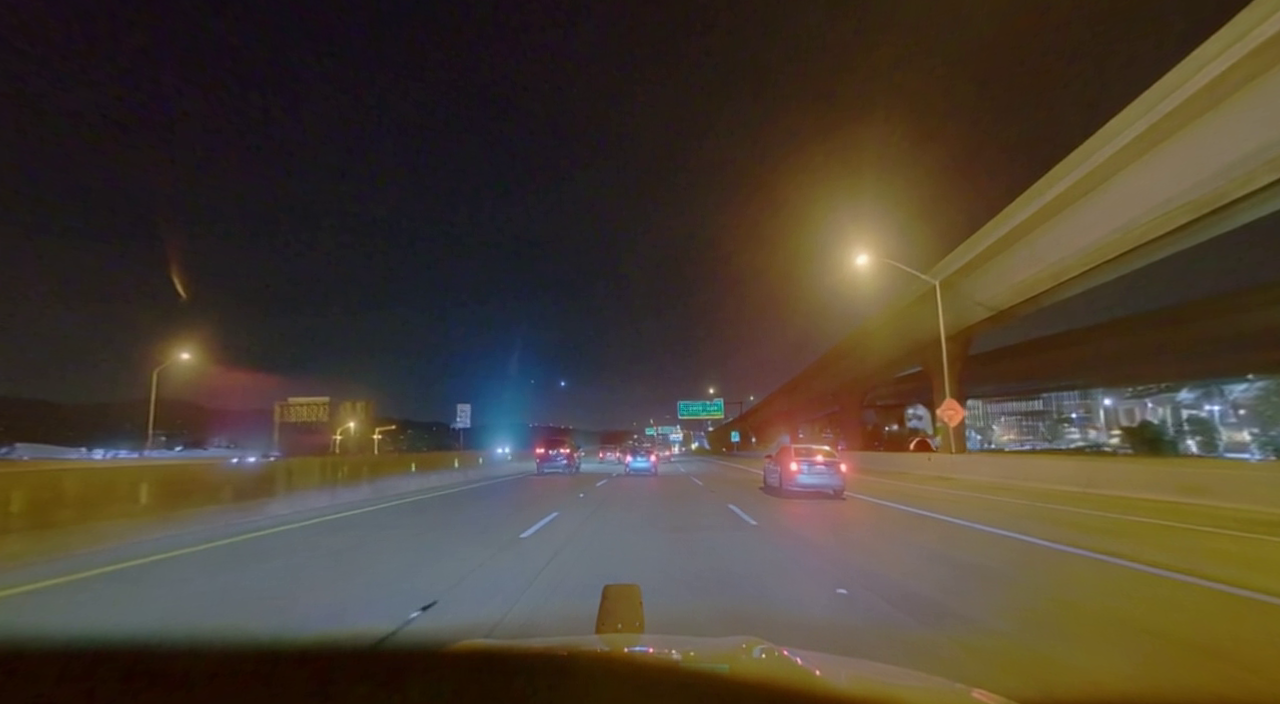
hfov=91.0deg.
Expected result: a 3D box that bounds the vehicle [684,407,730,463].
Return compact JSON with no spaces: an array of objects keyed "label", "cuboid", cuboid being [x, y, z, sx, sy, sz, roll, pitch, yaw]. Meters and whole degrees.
[{"label":"vehicle","cuboid":[5.070,6.511,48.914,3.057,3.993,6.983,0,-8,2]}]

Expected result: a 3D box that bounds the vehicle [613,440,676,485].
[{"label":"vehicle","cuboid":[0.199,3.976,22.969,2.089,1.493,3.964,0,-8,1]}]

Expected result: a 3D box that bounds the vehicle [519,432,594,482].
[{"label":"vehicle","cuboid":[-3.272,4.245,25.695,2.142,1.819,4.648,0,-8,3]}]

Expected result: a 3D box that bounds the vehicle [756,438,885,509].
[{"label":"vehicle","cuboid":[4.195,2.870,15.348,1.974,1.490,3.994,0,-8,0]}]
